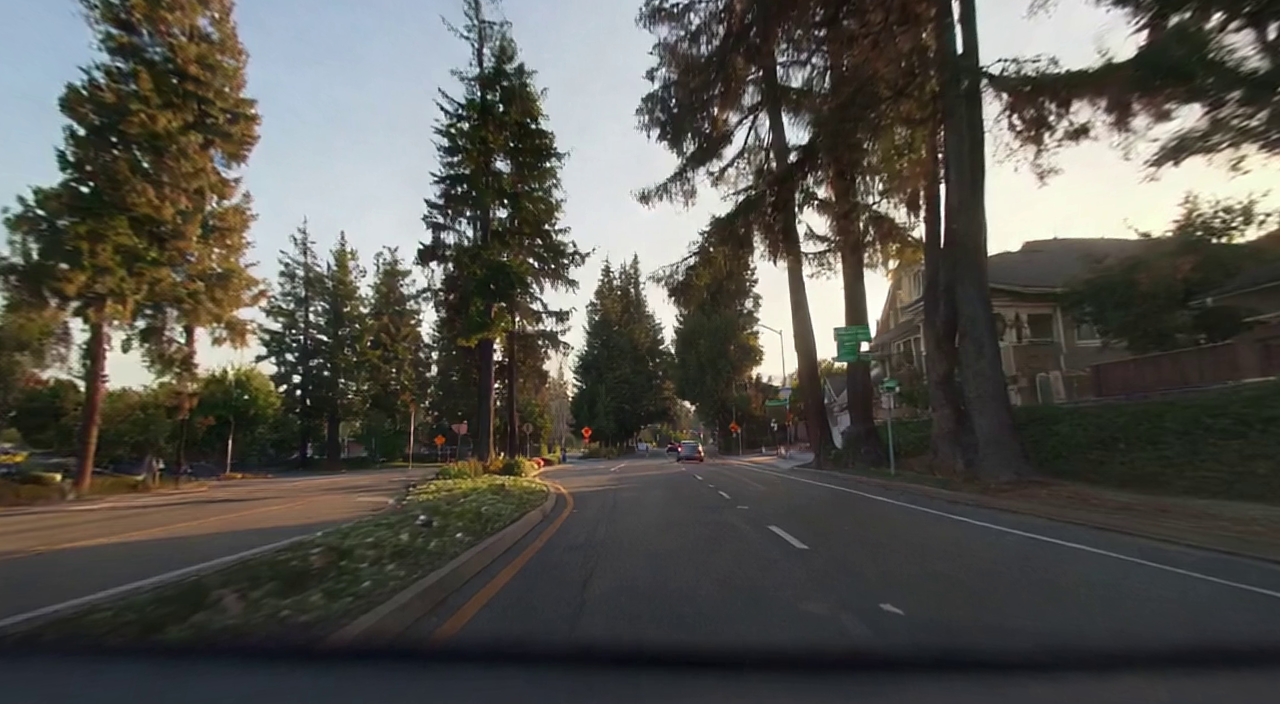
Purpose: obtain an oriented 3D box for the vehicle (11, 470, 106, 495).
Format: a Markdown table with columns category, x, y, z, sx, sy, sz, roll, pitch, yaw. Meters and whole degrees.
| category | x | y | z | sx | sy | sz | roll | pitch | yaw |
| --- | --- | --- | --- | --- | --- | --- | --- | --- | --- |
| vehicle | -39.567 | 8.850 | 43.042 | 1.896 | 1.408 | 4.446 | 0 | -9 | 7 |
